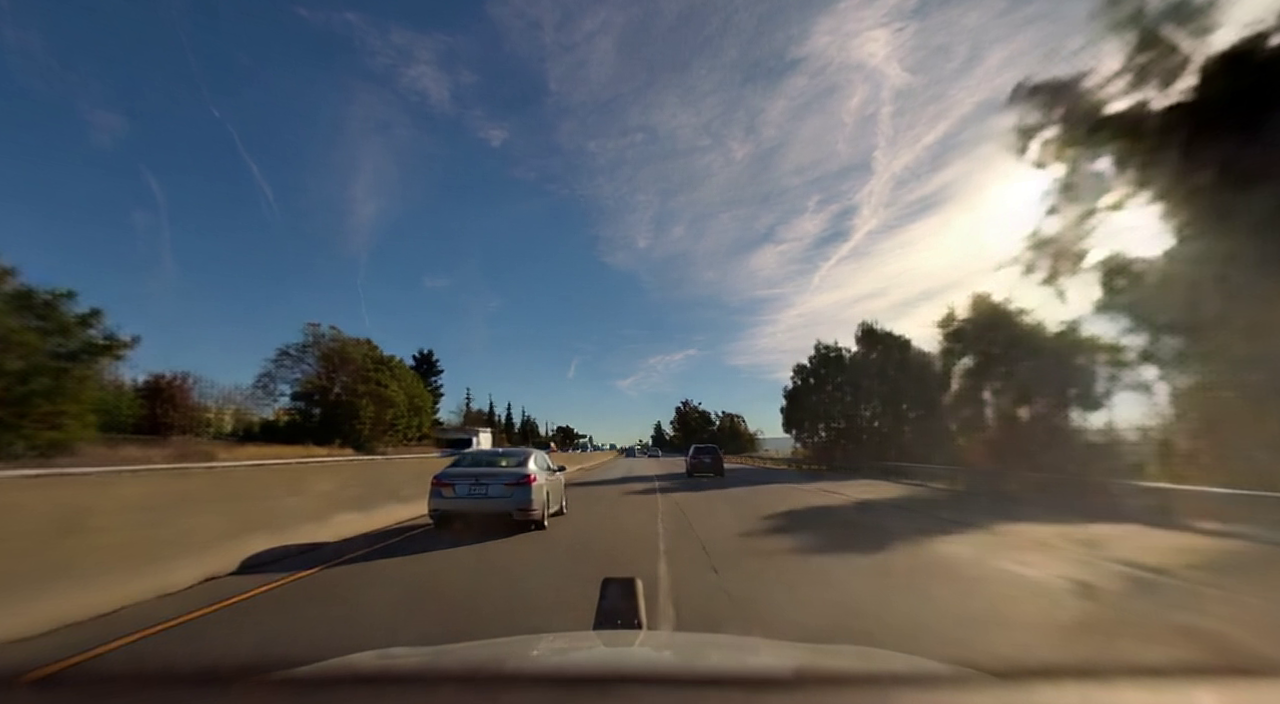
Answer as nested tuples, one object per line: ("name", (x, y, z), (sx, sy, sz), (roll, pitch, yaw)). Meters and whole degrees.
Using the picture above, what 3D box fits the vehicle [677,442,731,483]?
("vehicle", (2.633, 4.650, 26.594), (1.910, 1.554, 3.718), (0, -9, 1))

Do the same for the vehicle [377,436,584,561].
("vehicle", (-2.103, 2.084, 9.656), (2.013, 1.479, 4.169), (0, -9, 1))
